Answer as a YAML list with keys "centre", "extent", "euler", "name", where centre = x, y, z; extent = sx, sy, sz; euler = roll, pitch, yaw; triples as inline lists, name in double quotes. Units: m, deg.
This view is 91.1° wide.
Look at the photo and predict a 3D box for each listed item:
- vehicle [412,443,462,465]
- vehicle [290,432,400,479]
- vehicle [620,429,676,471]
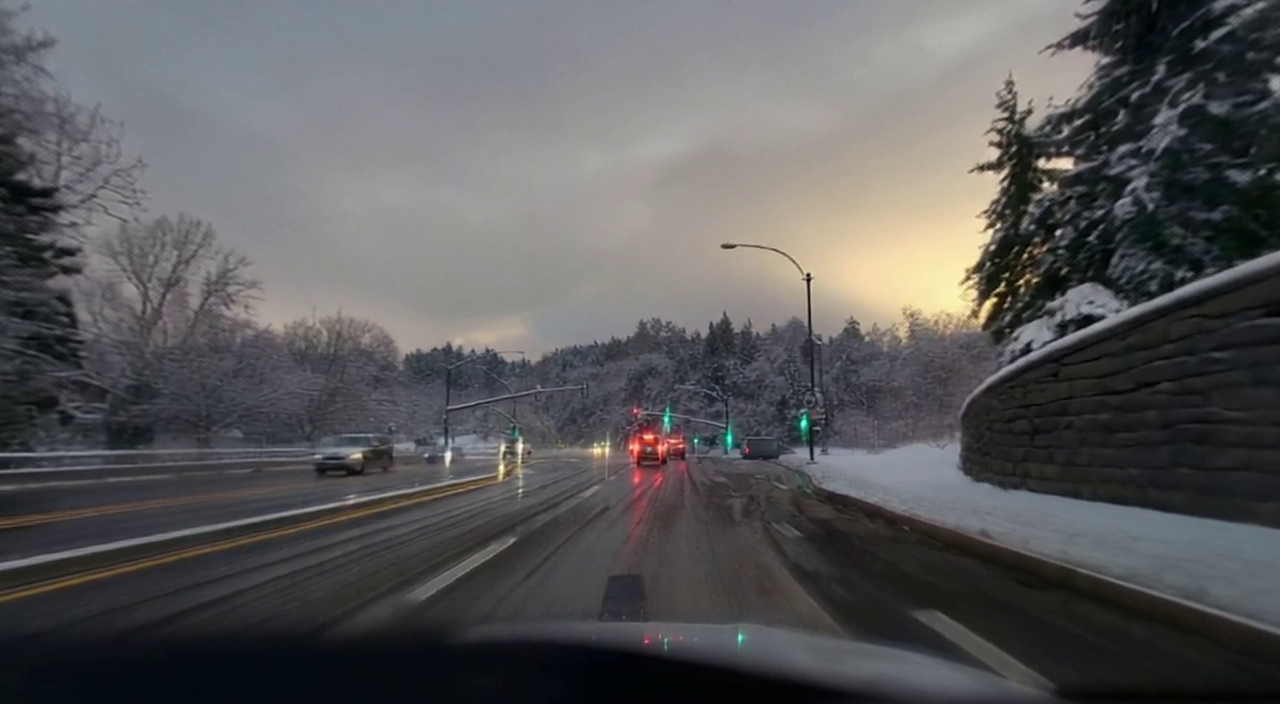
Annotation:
- centre: [-15.406, 7.778, 47.901]
  extent: [1.924, 1.598, 4.652]
  euler: [-1, -9, 5]
  name: "vehicle"
- centre: [-12.213, 4.316, 26.448]
  extent: [2.111, 1.751, 4.757]
  euler: [-1, -8, 3]
  name: "vehicle"
- centre: [0.456, 4.732, 30.441]
  extent: [2.152, 1.822, 4.391]
  euler: [-1, -9, 8]
  name: "vehicle"
